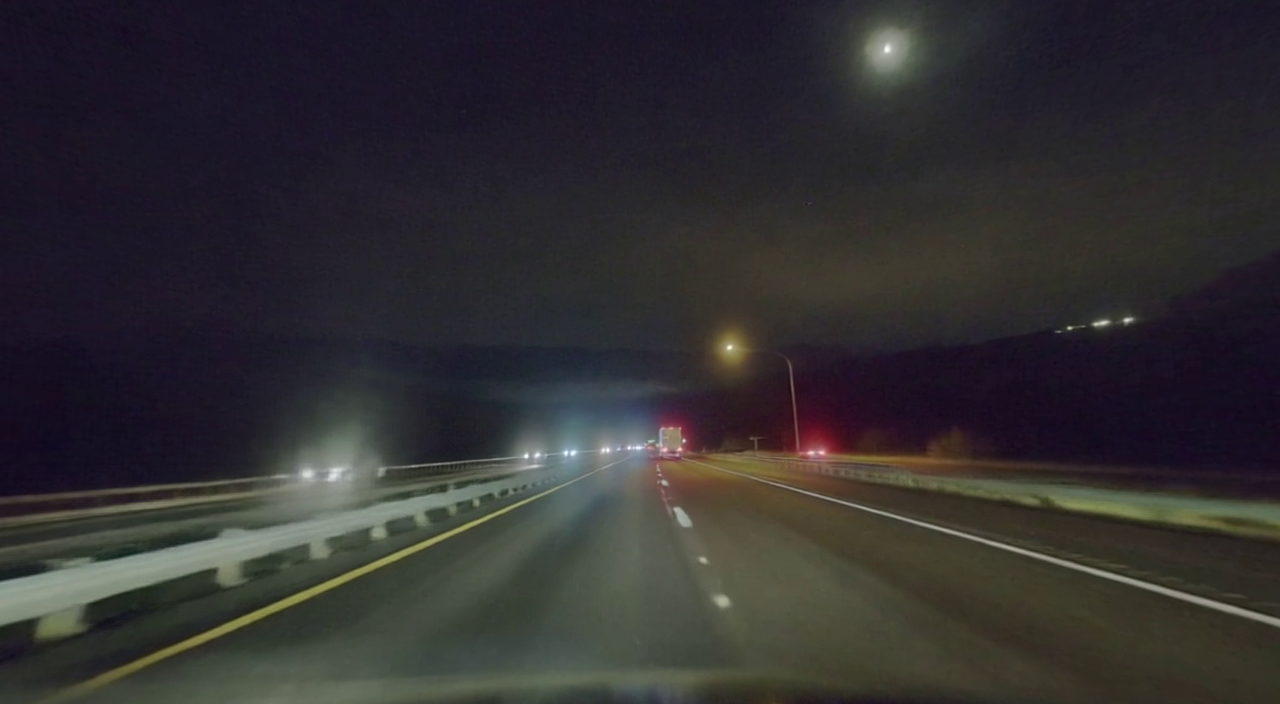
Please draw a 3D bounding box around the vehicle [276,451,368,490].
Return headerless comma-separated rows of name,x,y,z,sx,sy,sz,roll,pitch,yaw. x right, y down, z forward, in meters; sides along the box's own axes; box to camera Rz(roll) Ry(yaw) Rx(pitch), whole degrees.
vehicle,-14.267,5.307,28.433,1.885,1.580,4.215,-1,-9,1
